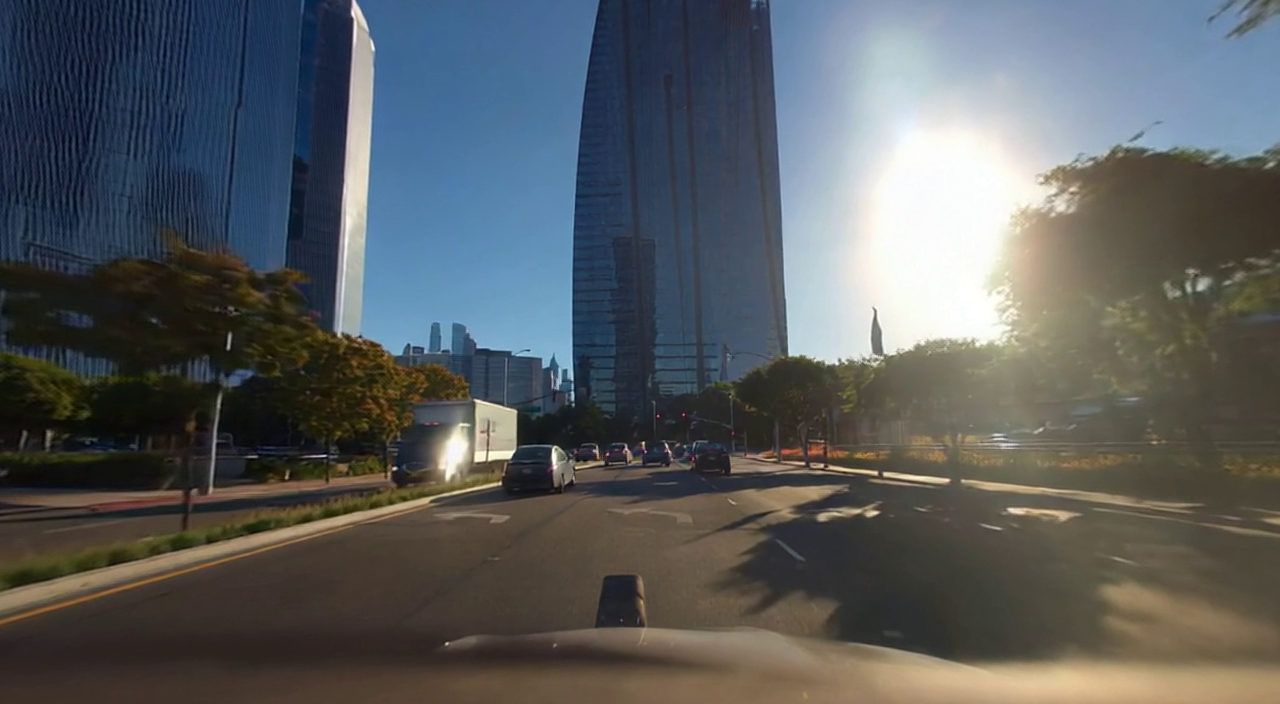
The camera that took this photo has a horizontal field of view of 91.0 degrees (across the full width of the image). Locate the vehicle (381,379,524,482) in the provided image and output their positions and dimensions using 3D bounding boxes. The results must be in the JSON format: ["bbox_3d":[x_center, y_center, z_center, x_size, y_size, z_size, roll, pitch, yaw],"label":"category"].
[{"bbox_3d":[-8.235,3.876,29.870,3.065,3.928,11.252,0,-9,1],"label":"vehicle"}]

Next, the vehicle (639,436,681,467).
[{"bbox_3d":[1.273,6.443,40.912,2.601,1.878,4.535,0,-9,1],"label":"vehicle"}]
